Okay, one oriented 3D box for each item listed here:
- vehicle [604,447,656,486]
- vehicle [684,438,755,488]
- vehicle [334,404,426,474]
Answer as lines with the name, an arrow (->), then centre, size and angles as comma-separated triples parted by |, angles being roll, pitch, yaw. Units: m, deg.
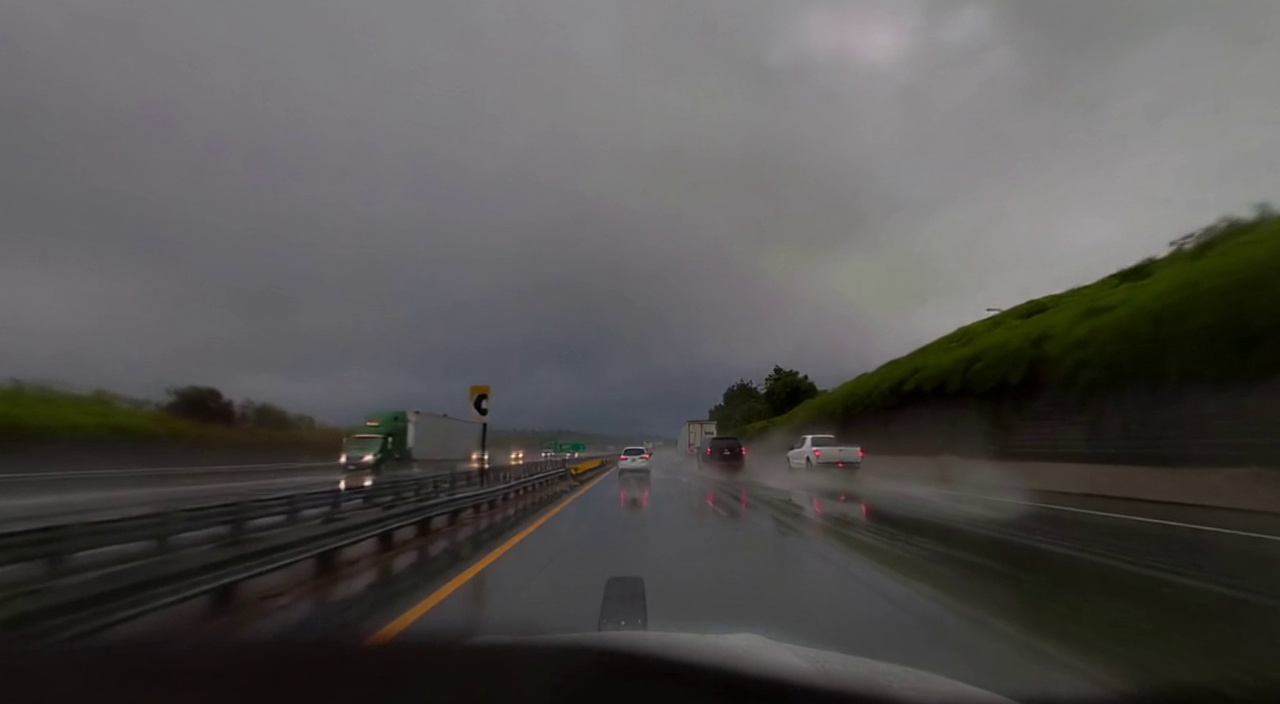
vehicle -> -0.402, 4.569, 25.442 | 1.970, 1.441, 3.846 | 0, -9, -1
vehicle -> 2.901, 4.173, 23.951 | 2.048, 1.704, 4.284 | 0, -9, -1
vehicle -> -15.869, 5.412, 38.963 | 2.979, 3.999, 5.923 | 0, -9, 1
